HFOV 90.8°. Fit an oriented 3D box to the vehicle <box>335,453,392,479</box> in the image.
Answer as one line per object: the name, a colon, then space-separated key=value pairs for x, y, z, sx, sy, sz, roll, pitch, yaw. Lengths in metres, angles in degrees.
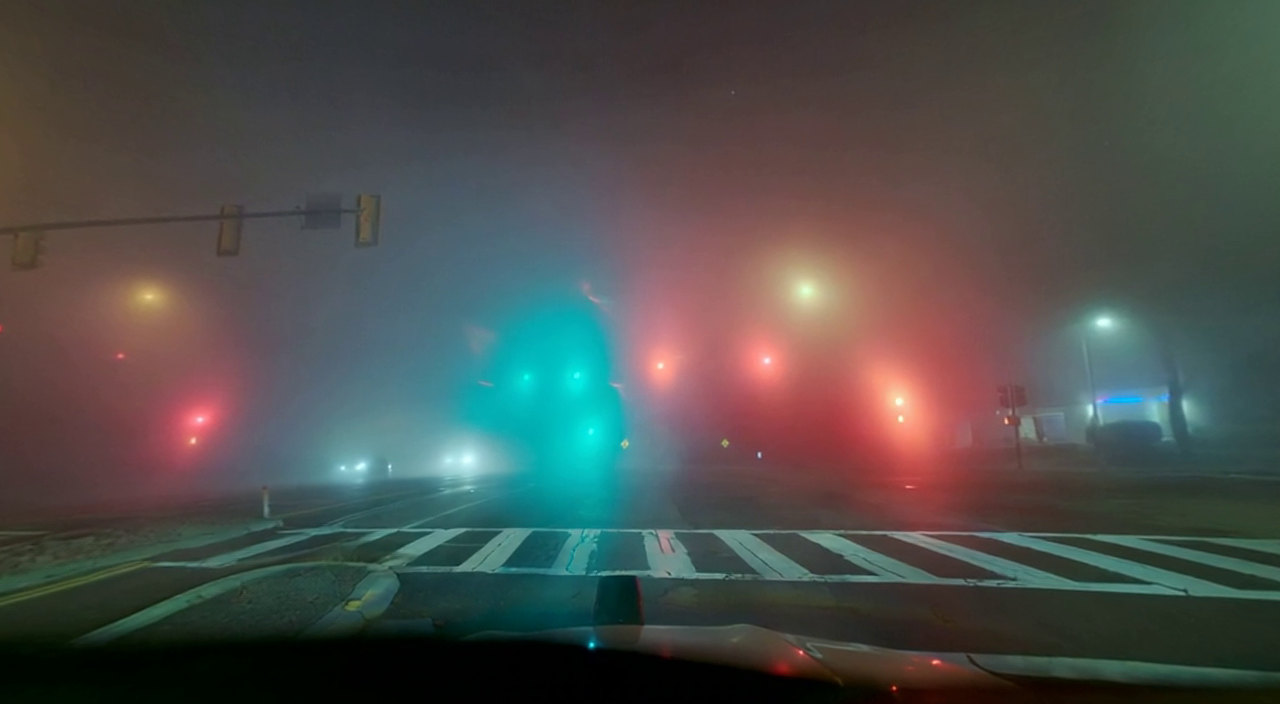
vehicle: x=-18.853 y=7.746 z=43.240 sx=1.933 sy=1.664 sz=4.255 roll=0 pitch=-9 yaw=1

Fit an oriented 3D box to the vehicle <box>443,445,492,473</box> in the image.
vehicle: x=-12.165 y=7.566 z=44.819 sx=2.151 sy=1.847 sz=4.634 roll=0 pitch=-9 yaw=0
